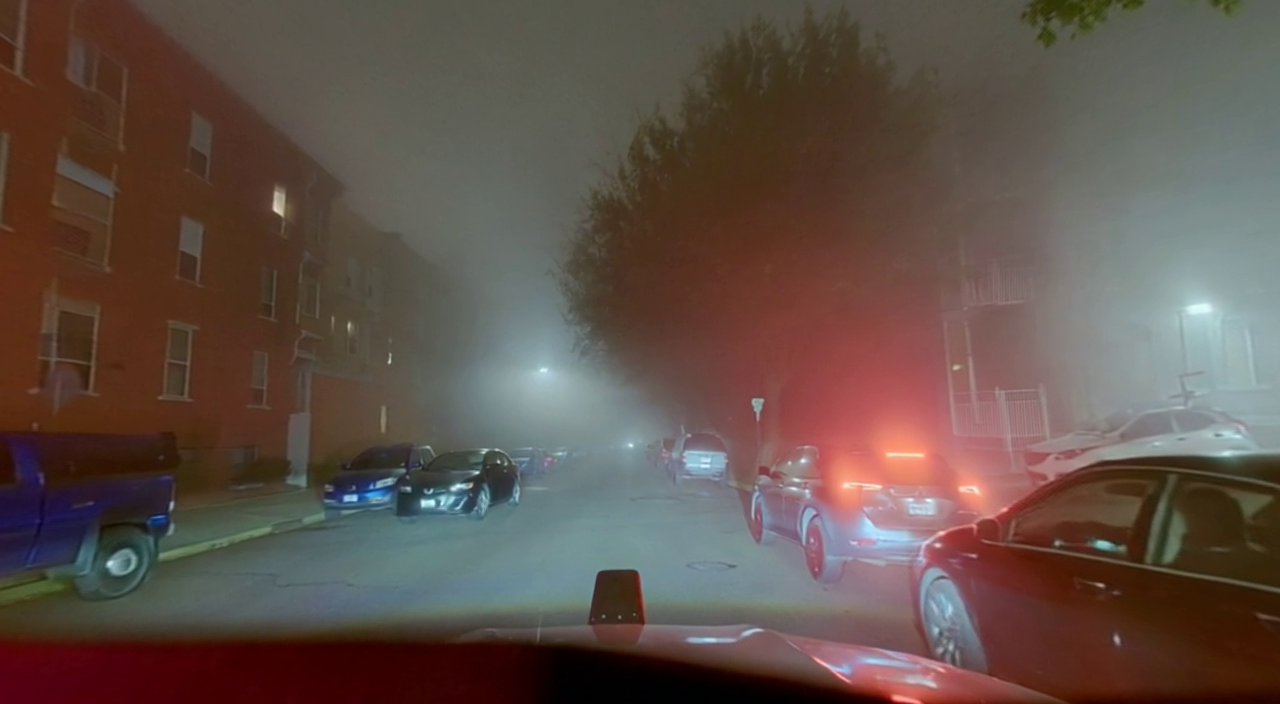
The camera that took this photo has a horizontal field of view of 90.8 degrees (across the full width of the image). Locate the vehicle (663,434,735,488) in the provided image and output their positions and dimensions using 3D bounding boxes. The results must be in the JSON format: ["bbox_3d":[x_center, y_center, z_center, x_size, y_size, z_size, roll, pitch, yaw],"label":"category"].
[{"bbox_3d":[1.908,3.699,21.724,1.878,1.664,4.033,0,-8,-3],"label":"vehicle"}]

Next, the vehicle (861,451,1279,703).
[{"bbox_3d":[2.468,1.048,2.232,1.720,1.333,4.233,0,-8,-2],"label":"vehicle"}]

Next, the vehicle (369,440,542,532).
[{"bbox_3d":[-3.419,2.554,12.754,1.966,1.515,4.394,-1,-8,3],"label":"vehicle"}]

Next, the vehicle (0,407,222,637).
[{"bbox_3d":[-6.458,1.456,5.051,2.308,1.877,6.060,-4,-8,-2],"label":"vehicle"}]
